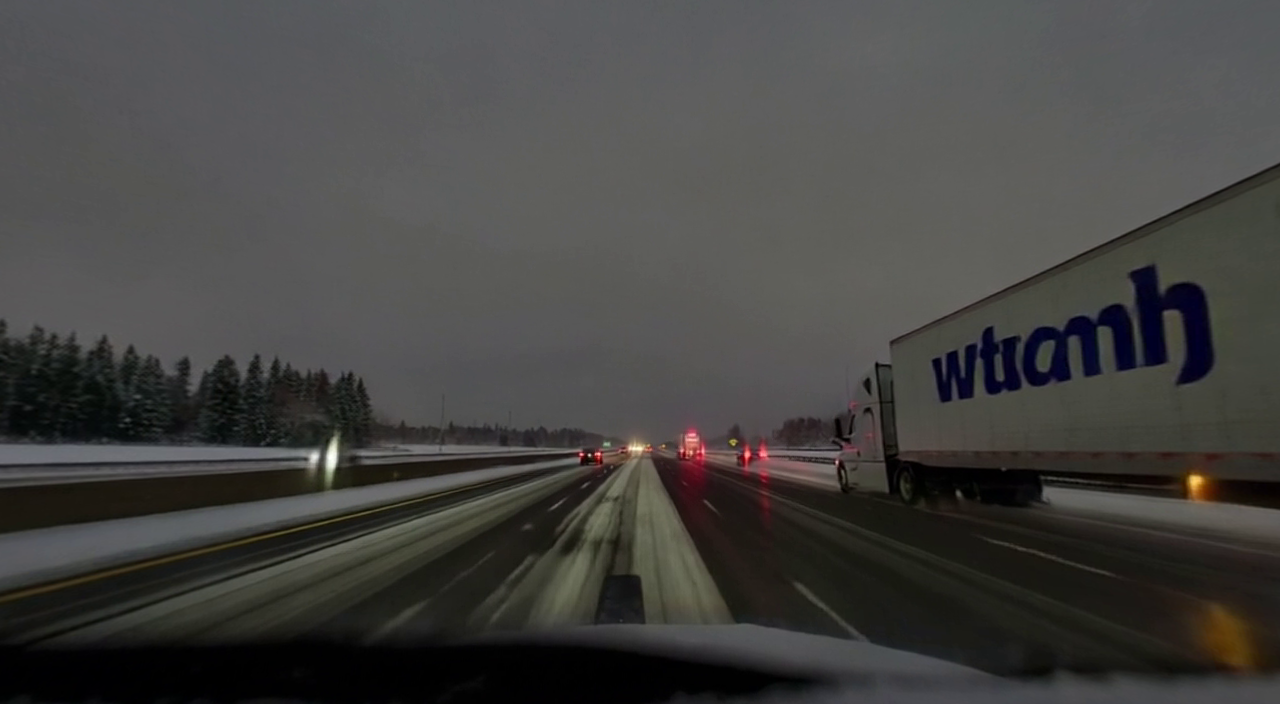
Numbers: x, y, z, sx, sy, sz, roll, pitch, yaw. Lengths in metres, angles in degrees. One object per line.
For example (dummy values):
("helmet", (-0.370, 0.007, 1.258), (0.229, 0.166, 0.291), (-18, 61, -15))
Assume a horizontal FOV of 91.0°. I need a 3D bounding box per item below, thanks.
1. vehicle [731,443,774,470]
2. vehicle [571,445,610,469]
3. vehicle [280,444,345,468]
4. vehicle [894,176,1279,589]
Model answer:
("vehicle", (7.521, 7.038, 42.573), (2.188, 1.727, 4.381), (0, -9, 1))
("vehicle", (-3.366, 7.239, 43.494), (2.164, 1.507, 4.748), (0, -9, 2))
("vehicle", (-24.885, 7.916, 48.059), (2.104, 1.686, 4.874), (0, -9, 3))
("vehicle", (7.951, 0.592, 8.202), (2.912, 4.143, 15.538), (0, -9, 0))
